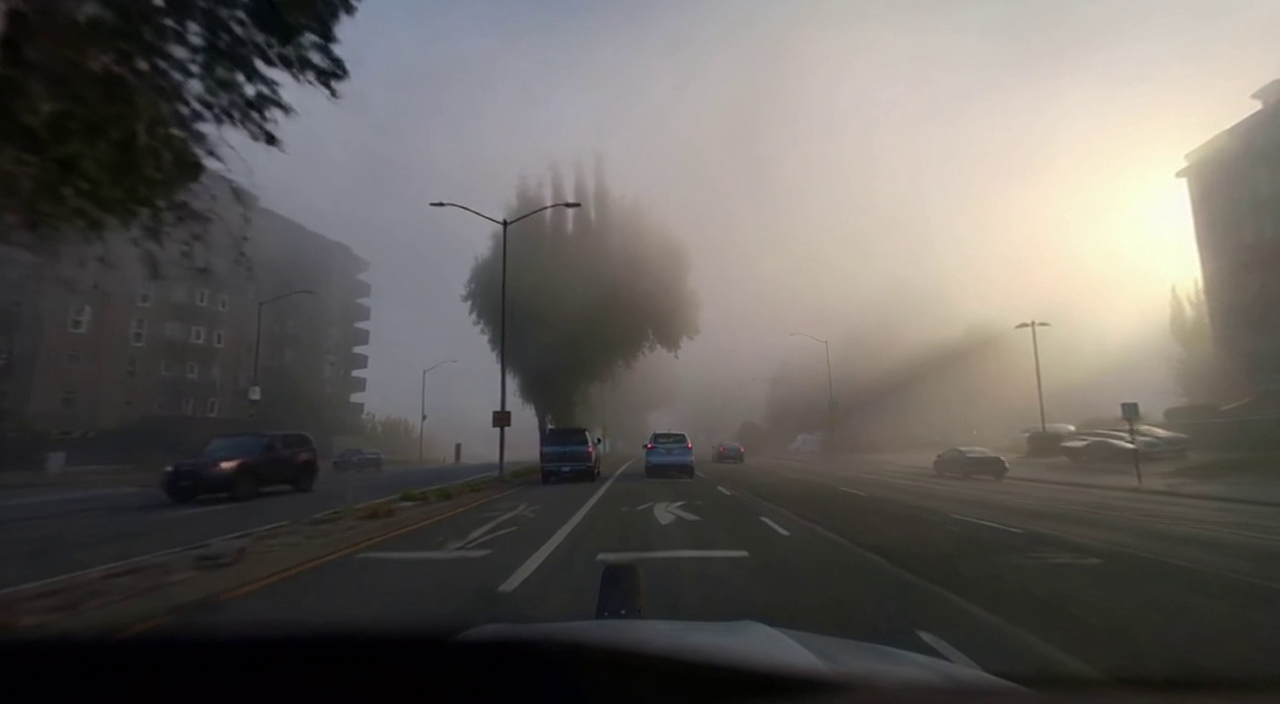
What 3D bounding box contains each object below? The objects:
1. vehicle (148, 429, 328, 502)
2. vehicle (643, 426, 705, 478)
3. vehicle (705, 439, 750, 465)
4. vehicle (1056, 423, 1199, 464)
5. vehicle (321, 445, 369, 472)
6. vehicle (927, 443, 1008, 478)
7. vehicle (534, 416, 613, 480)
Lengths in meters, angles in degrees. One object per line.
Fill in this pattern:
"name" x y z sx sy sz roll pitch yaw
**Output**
"vehicle" -11.102 3.145 17.948 2.098 1.760 4.654 0 -8 -1
"vehicle" 1.233 3.899 24.753 2.222 1.841 4.031 0 -8 0
"vehicle" 5.307 6.121 38.783 2.075 1.486 4.316 0 -8 0
"vehicle" 23.824 4.520 31.013 5.050 1.756 2.206 -2 -9 2
"vehicle" -17.984 6.423 38.321 1.993 1.462 4.586 5 -10 -32
"vehicle" 14.855 4.907 28.855 1.706 1.474 3.761 0 -8 1
"vehicle" -2.364 3.637 23.984 2.396 2.143 4.824 0 -8 1
